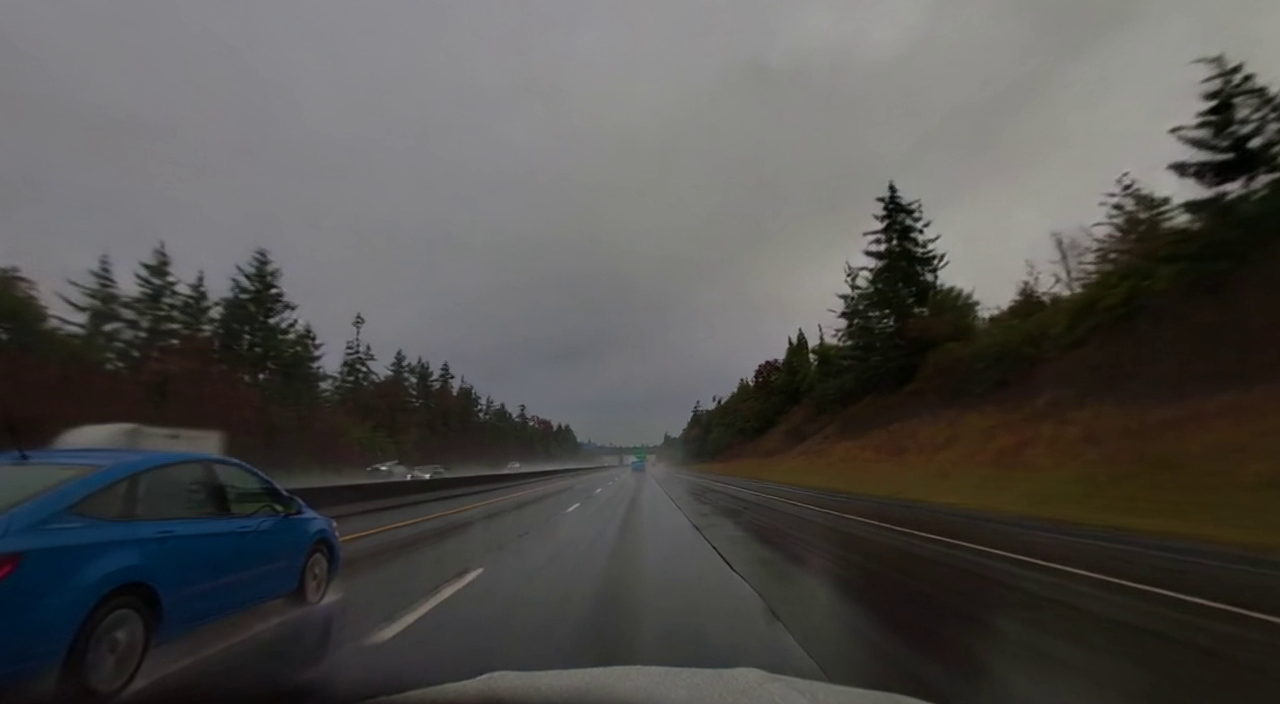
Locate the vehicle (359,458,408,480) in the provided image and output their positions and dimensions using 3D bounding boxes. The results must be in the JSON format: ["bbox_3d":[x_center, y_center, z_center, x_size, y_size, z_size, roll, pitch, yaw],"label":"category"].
[{"bbox_3d":[-19.911,9.122,49.173,1.926,1.630,4.454,1,-10,0],"label":"vehicle"}]

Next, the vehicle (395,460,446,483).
[{"bbox_3d":[-15.004,8.189,43.285,1.818,1.491,4.533,1,-10,0],"label":"vehicle"}]

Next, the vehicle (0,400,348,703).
[{"bbox_3d":[-3.176,0.962,2.389,2.016,1.506,4.387,1,-10,0],"label":"vehicle"}]
